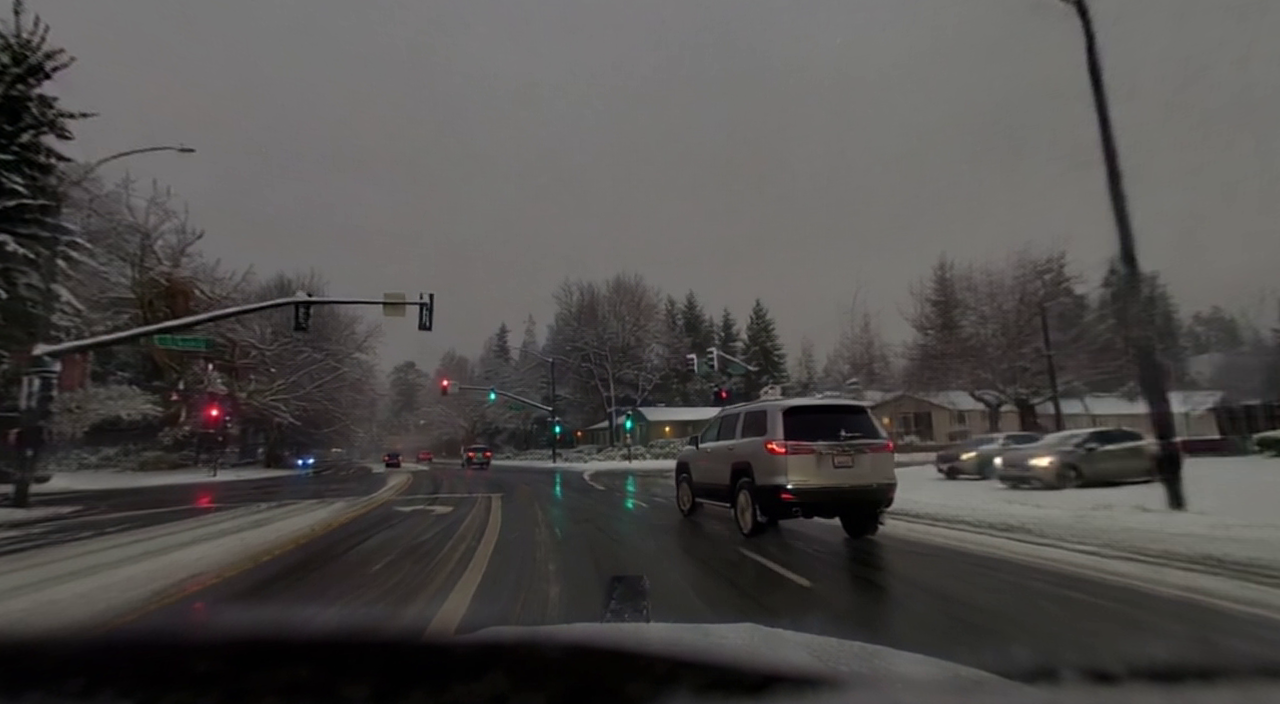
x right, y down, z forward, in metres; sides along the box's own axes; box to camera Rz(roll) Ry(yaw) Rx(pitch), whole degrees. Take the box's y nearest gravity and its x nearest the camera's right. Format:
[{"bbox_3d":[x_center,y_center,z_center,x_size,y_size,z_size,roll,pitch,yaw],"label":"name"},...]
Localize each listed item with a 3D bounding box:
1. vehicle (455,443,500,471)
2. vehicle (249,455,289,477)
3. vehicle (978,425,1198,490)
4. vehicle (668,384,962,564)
[{"bbox_3d":[-10.798,6.873,41.686,2.138,1.729,4.178,4,-9,-24],"label":"vehicle"},{"bbox_3d":[-28.788,8.821,49.017,1.955,1.509,4.640,0,-8,-21],"label":"vehicle"},{"bbox_3d":[11.414,2.697,16.269,4.169,1.527,2.053,0,-9,-6],"label":"vehicle"},{"bbox_3d":[2.250,1.841,10.314,2.338,2.063,5.592,1,-9,-11],"label":"vehicle"}]
